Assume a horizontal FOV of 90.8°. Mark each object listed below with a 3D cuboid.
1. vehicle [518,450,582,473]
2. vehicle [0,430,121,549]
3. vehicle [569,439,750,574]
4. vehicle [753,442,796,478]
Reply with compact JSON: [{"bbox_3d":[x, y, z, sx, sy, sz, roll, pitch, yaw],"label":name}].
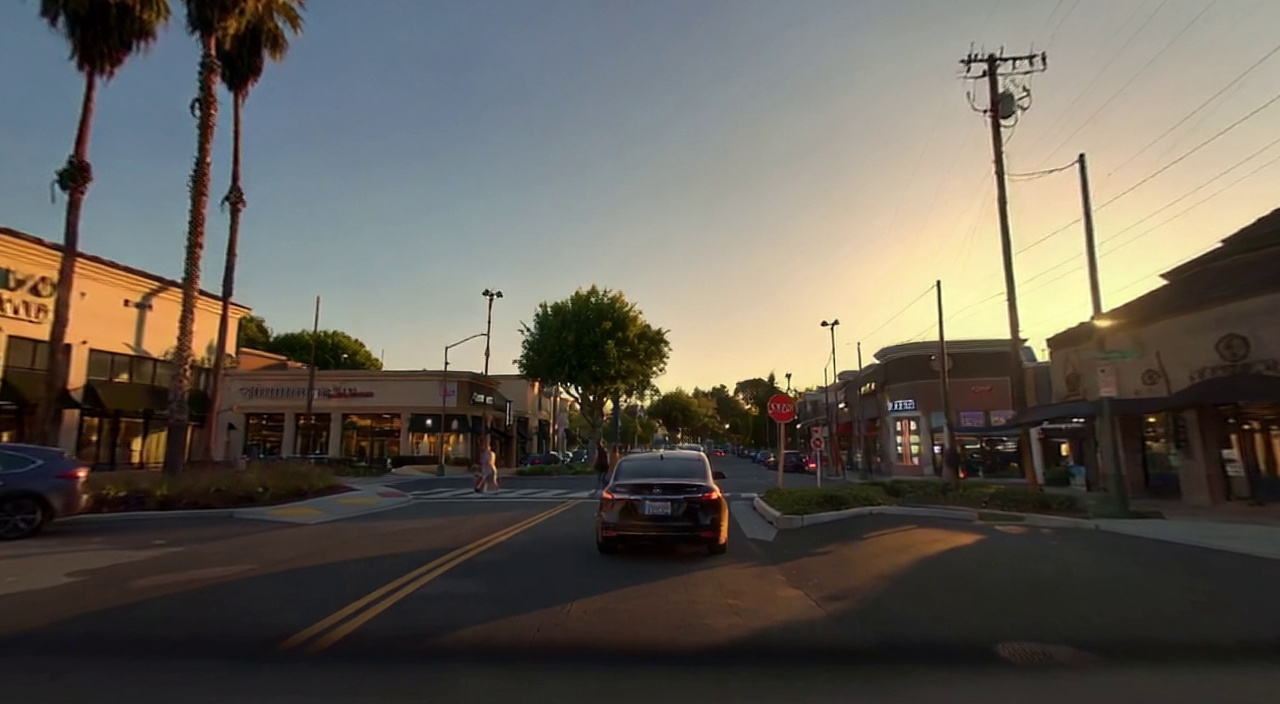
[{"bbox_3d":[-6.910,8.464,48.988,4.529,1.682,1.895,6,-11,-36],"label":"vehicle"},{"bbox_3d":[-10.778,2.061,9.515,2.089,1.731,4.223,-9,-12,44],"label":"vehicle"},{"bbox_3d":[0.351,2.037,9.135,2.031,1.479,3.969,-1,-9,4],"label":"vehicle"},{"bbox_3d":[9.423,7.556,44.304,2.467,2.369,1.577,5,-10,-36],"label":"vehicle"}]
